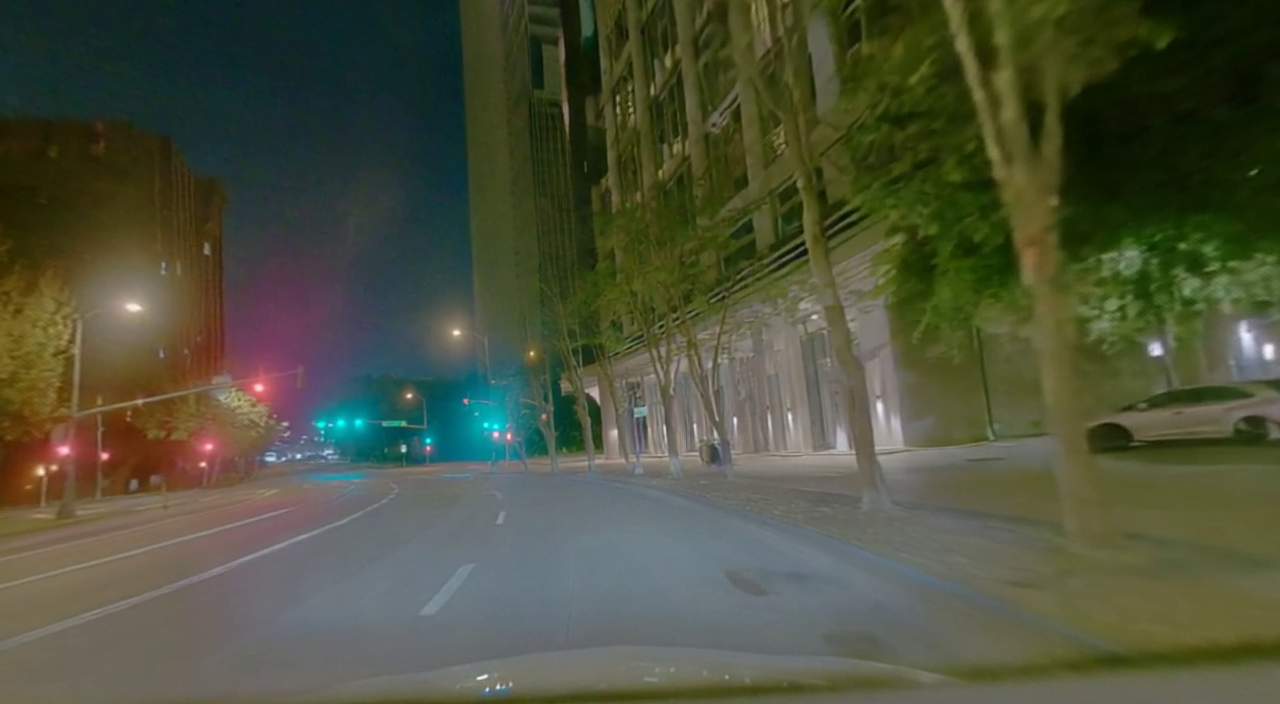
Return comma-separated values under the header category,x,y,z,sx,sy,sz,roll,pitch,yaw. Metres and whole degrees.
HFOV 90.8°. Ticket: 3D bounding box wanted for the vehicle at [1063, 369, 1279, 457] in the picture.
category,x,y,z,sx,sy,sz,roll,pitch,yaw
vehicle,13.833,1.634,16.353,1.925,1.546,4.187,-3,-10,-40
